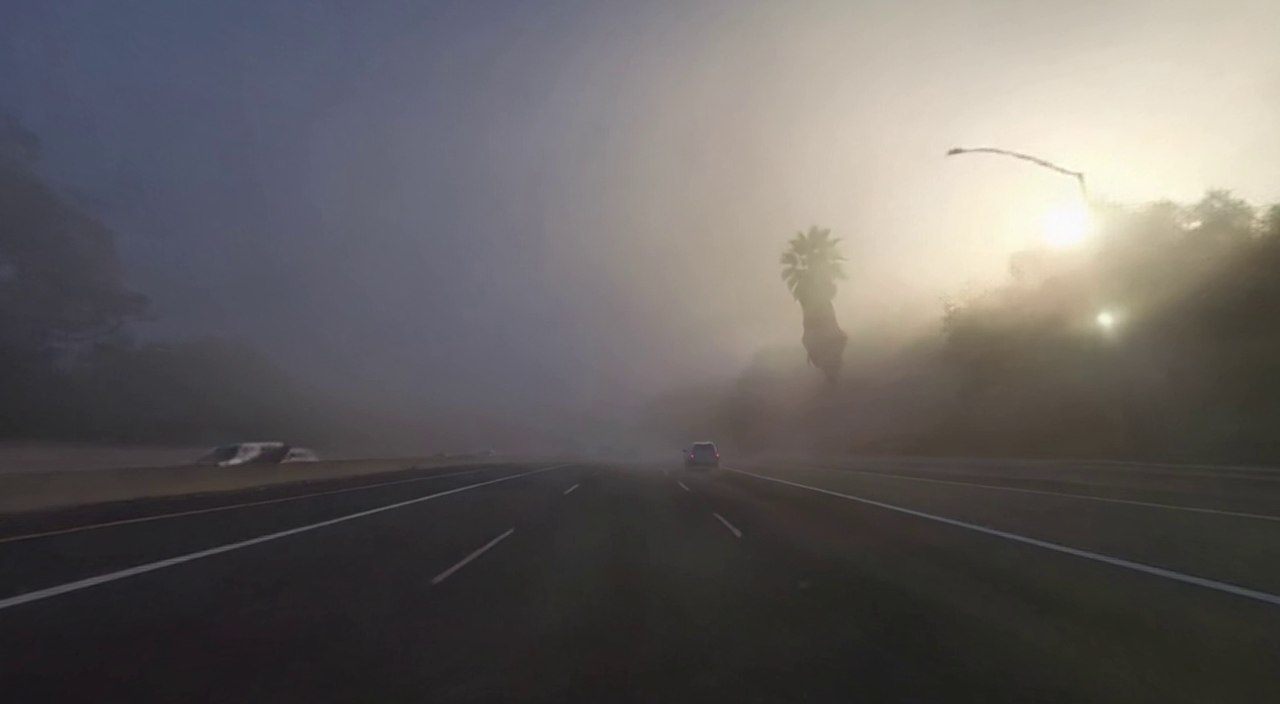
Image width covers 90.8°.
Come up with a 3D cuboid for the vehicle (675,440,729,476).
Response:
[{"bbox_3d":[3.029,5.299,31.907,2.130,1.677,4.317,0,-9,-2],"label":"vehicle"}]

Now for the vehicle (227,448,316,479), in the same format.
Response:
[{"bbox_3d":[-19.681,5.965,34.029,1.942,1.518,4.650,0,-9,0],"label":"vehicle"}]
